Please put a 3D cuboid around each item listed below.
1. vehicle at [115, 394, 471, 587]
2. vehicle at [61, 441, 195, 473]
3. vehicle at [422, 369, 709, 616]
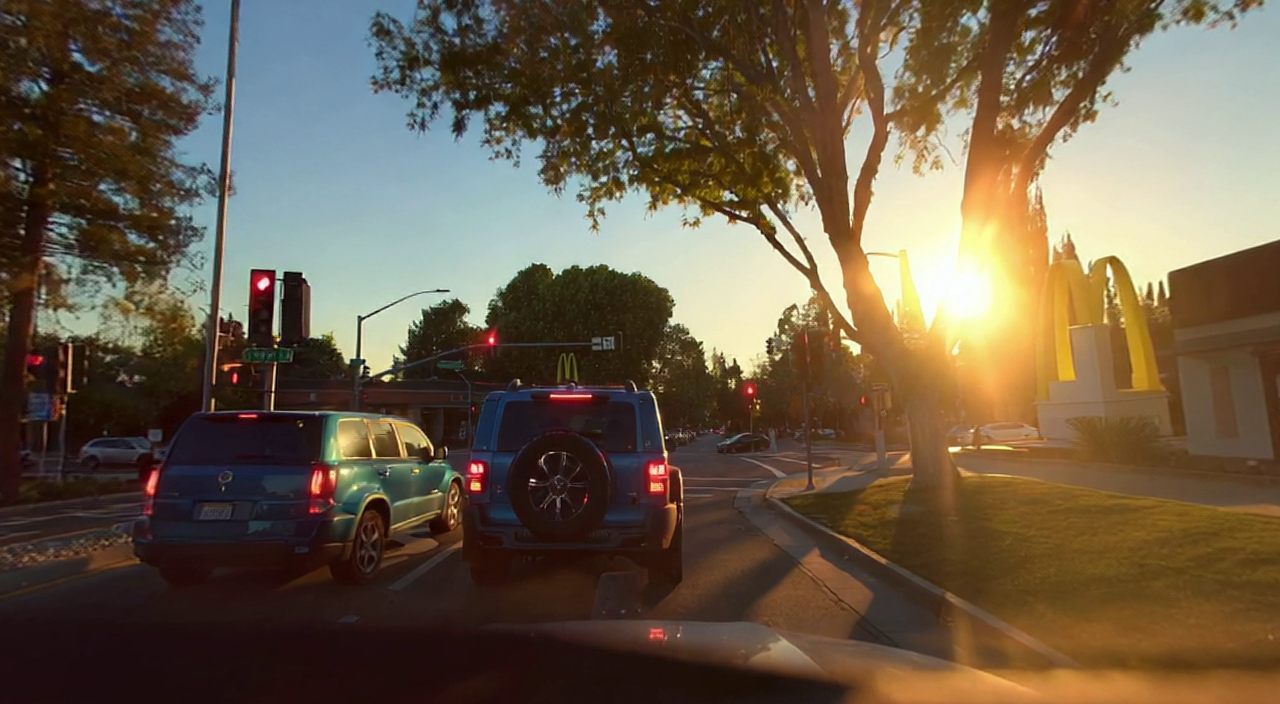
[{"bbox_3d":[-3.912,1.652,8.338,2.130,1.819,4.497,0,-8,0],"label":"vehicle"},{"bbox_3d":[-25.241,5.180,31.366,4.713,1.445,1.887,4,-9,-24],"label":"vehicle"},{"bbox_3d":[-0.628,1.437,7.340,2.224,1.923,4.643,0,-8,-1],"label":"vehicle"}]
